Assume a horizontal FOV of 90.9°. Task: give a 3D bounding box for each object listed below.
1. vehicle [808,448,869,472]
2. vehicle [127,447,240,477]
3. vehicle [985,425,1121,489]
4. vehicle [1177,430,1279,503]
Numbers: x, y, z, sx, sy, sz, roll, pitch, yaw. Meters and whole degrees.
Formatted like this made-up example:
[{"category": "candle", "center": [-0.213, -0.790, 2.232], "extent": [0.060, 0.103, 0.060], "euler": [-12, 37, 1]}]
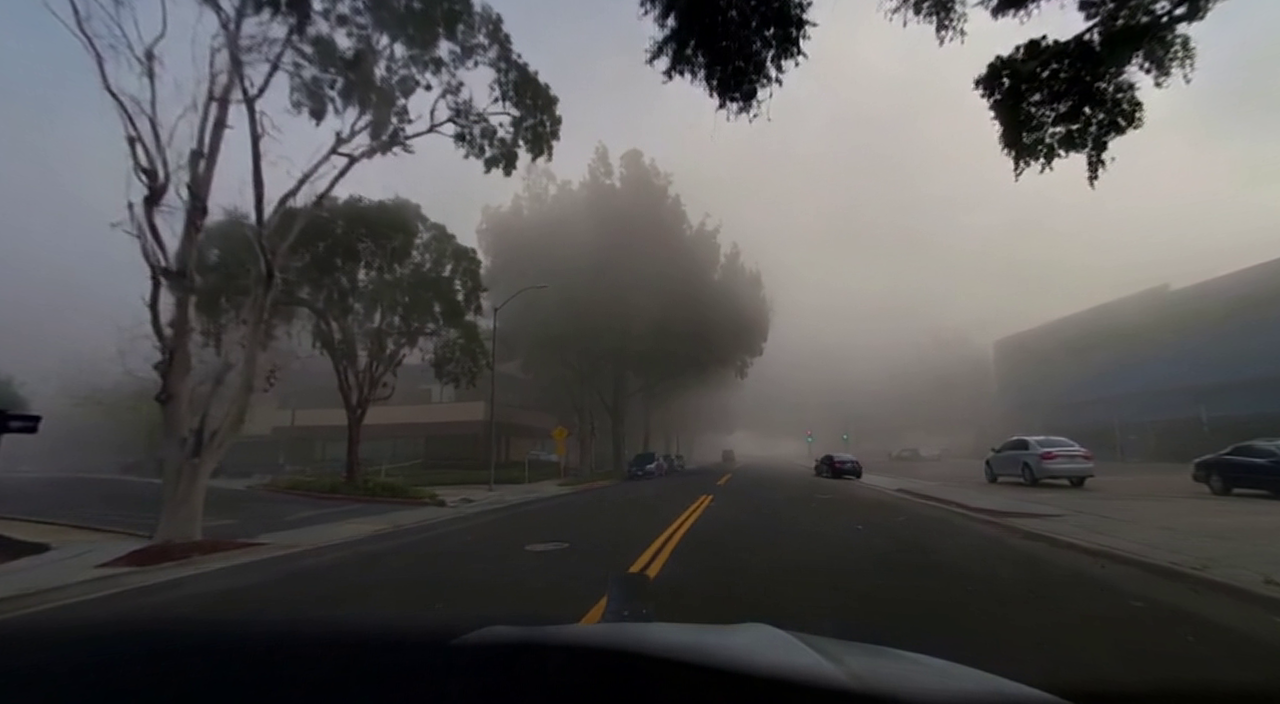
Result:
[{"category": "vehicle", "center": [15.150, 8.255, 48.195], "extent": [4.277, 1.740, 2.097], "euler": [-4, -9, 18]}, {"category": "vehicle", "center": [-26.779, 6.451, 37.167], "extent": [4.814, 1.609, 2.197], "euler": [1, -9, -8]}, {"category": "vehicle", "center": [13.467, 3.486, 20.959], "extent": [2.018, 1.840, 4.662], "euler": [-2, -9, 11]}, {"category": "vehicle", "center": [14.628, 2.505, 13.956], "extent": [1.903, 1.528, 4.374], "euler": [-2, -9, 6]}]
